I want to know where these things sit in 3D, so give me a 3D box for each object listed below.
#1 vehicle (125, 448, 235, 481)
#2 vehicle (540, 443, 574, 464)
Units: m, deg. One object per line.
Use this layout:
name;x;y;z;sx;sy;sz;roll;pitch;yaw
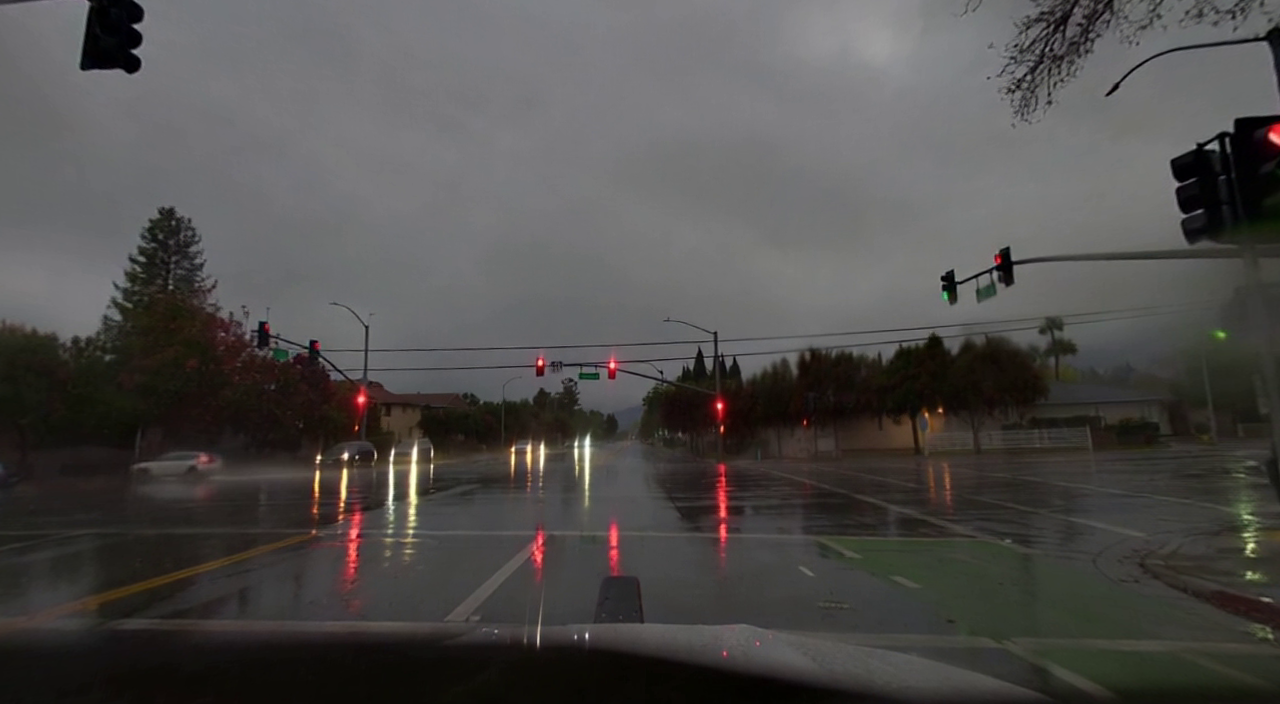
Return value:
vehicle;-25.716;6.275;35.399;4.706;1.710;1.932;-1;-8;4
vehicle;-6.129;7.527;47.042;1.936;1.444;4.168;0;-8;0
